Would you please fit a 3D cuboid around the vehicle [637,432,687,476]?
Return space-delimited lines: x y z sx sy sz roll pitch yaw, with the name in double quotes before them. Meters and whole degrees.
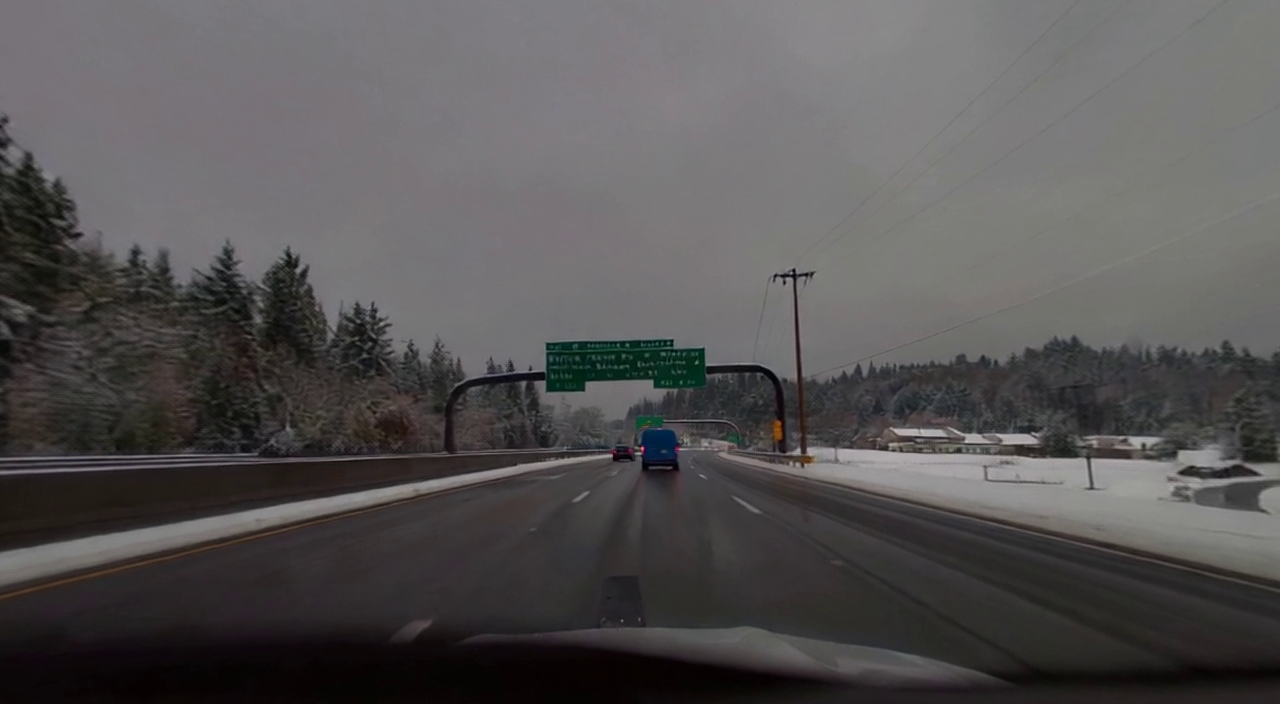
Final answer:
"vehicle" 1.087 4.986 31.023 2.261 1.969 5.104 0 -9 2
